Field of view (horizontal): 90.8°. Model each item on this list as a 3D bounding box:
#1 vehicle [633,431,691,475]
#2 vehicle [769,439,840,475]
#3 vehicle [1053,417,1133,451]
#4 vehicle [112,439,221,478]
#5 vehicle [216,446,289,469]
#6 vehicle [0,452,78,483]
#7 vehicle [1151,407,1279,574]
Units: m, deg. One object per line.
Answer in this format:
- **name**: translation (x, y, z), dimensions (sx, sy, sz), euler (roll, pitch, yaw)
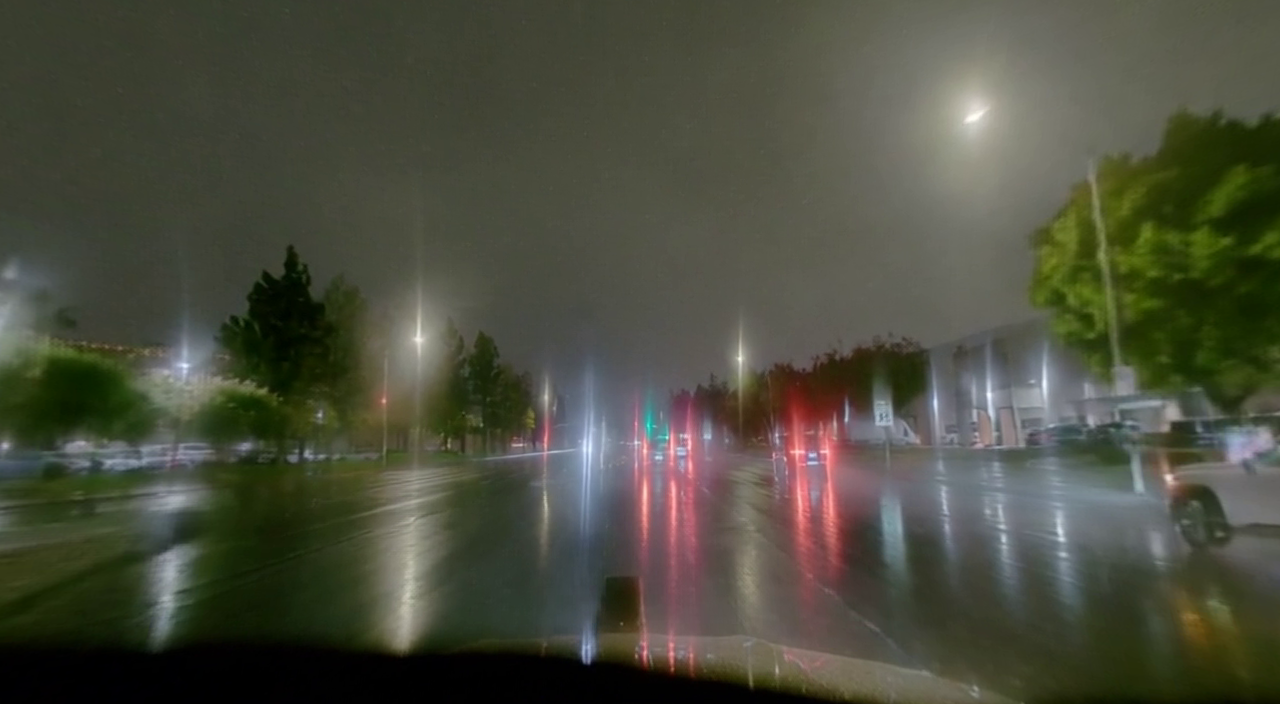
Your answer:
- **vehicle**: translation (0.884, 4.481, 28.342), dimensions (2.227, 1.794, 4.457), euler (0, -8, -2)
- **vehicle**: translation (7.506, 4.822, 29.291), dimensions (2.029, 1.548, 4.422), euler (0, -8, 0)
- **vehicle**: translation (35.059, 6.461, 49.113), dimensions (2.537, 2.468, 5.020), euler (0, -9, 3)
- **vehicle**: translation (-30.215, 6.773, 40.442), dimensions (5.278, 2.181, 1.993), euler (-2, -6, -3)
- **vehicle**: translation (-29.544, 8.065, 48.261), dimensions (4.251, 1.598, 1.925), euler (-2, -10, -1)
- **vehicle**: translation (-30.243, 5.573, 30.597), dimensions (4.037, 1.445, 2.067), euler (0, -8, 2)
- **vehicle**: translation (7.642, 1.355, 6.010), dimensions (2.025, 1.719, 4.161), euler (0, -8, 0)
